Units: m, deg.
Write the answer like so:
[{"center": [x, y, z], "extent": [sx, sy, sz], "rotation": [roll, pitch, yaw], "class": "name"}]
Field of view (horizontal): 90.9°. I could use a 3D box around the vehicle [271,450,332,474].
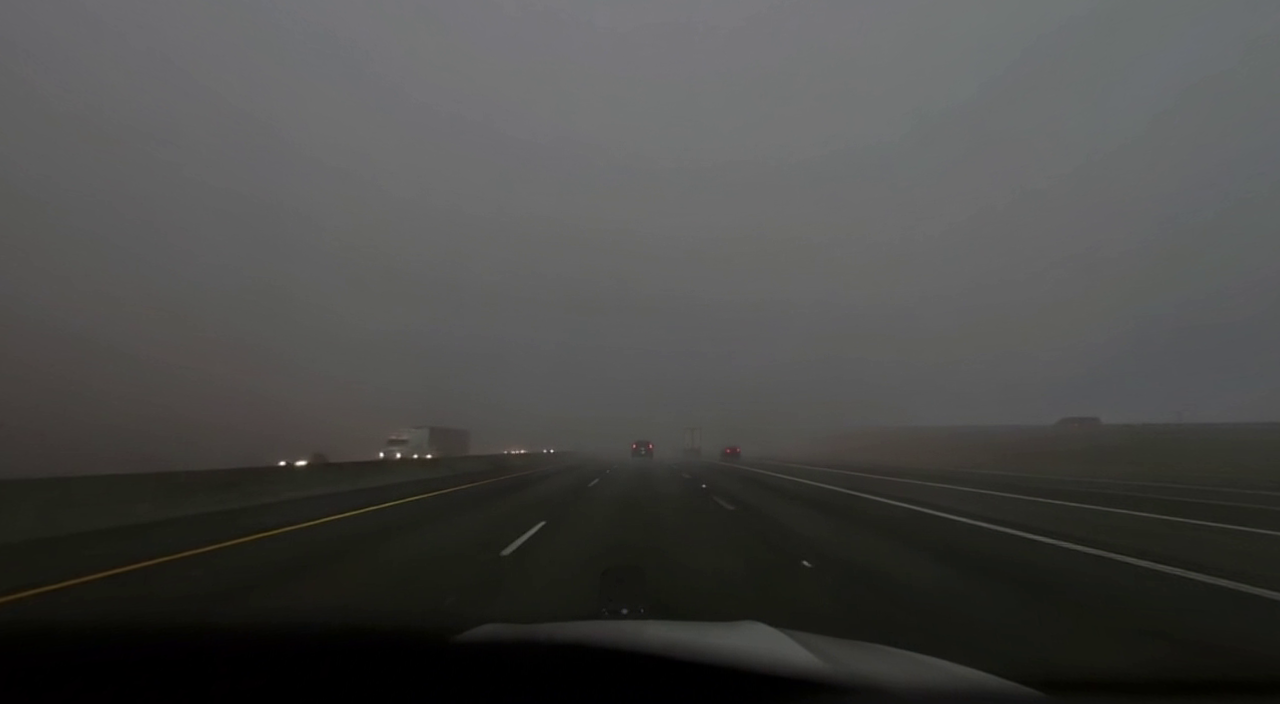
[{"center": [-25.254, 8.208, 47.290], "extent": [1.963, 1.581, 4.646], "rotation": [0, -8, 1], "class": "vehicle"}]
